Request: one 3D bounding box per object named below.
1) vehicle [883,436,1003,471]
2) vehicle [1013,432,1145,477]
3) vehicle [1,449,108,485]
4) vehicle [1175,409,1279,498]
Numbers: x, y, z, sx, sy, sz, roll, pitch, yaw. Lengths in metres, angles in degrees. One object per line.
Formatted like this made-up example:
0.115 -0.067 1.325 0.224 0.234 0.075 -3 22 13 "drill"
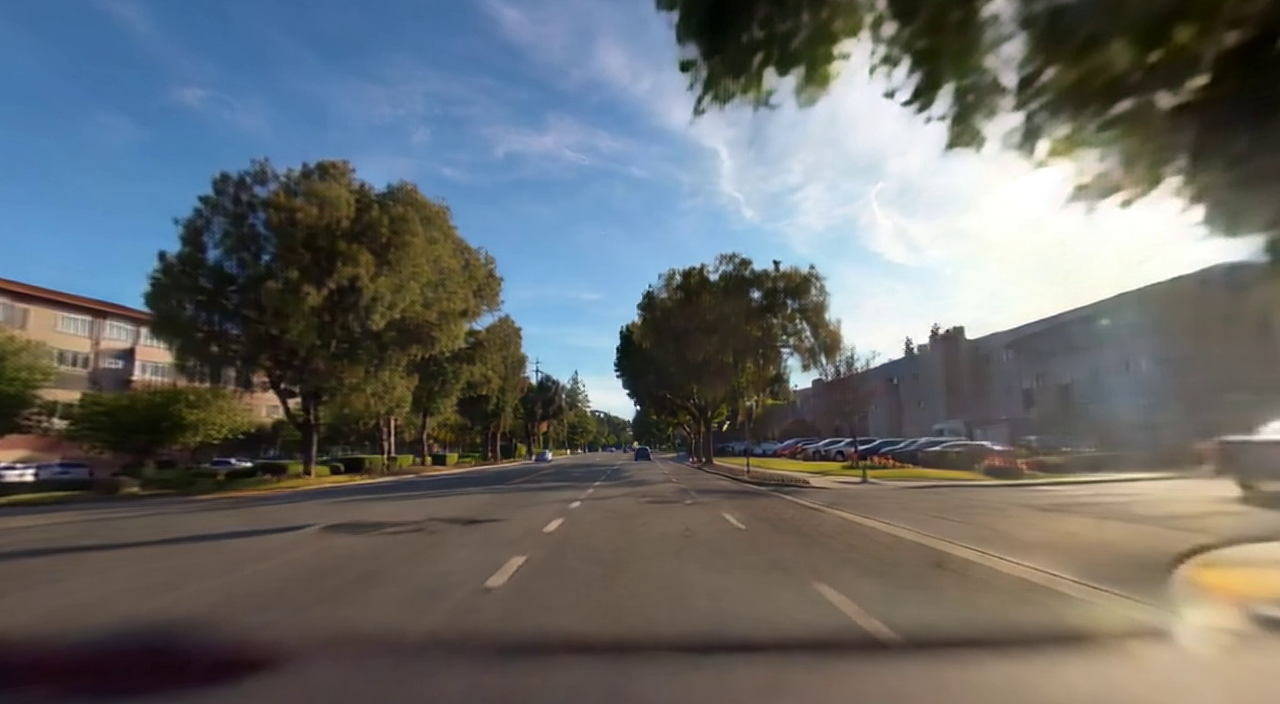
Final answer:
14.746 4.973 30.861 4.854 1.649 1.886 0 -9 -2 "vehicle"
18.785 4.400 27.349 1.991 1.682 4.877 -3 -8 -3 "vehicle"
-38.650 7.574 41.736 4.529 2.241 2.471 0 -8 -1 "vehicle"
15.473 2.236 14.358 4.655 1.828 2.223 -1 -8 -6 "vehicle"
